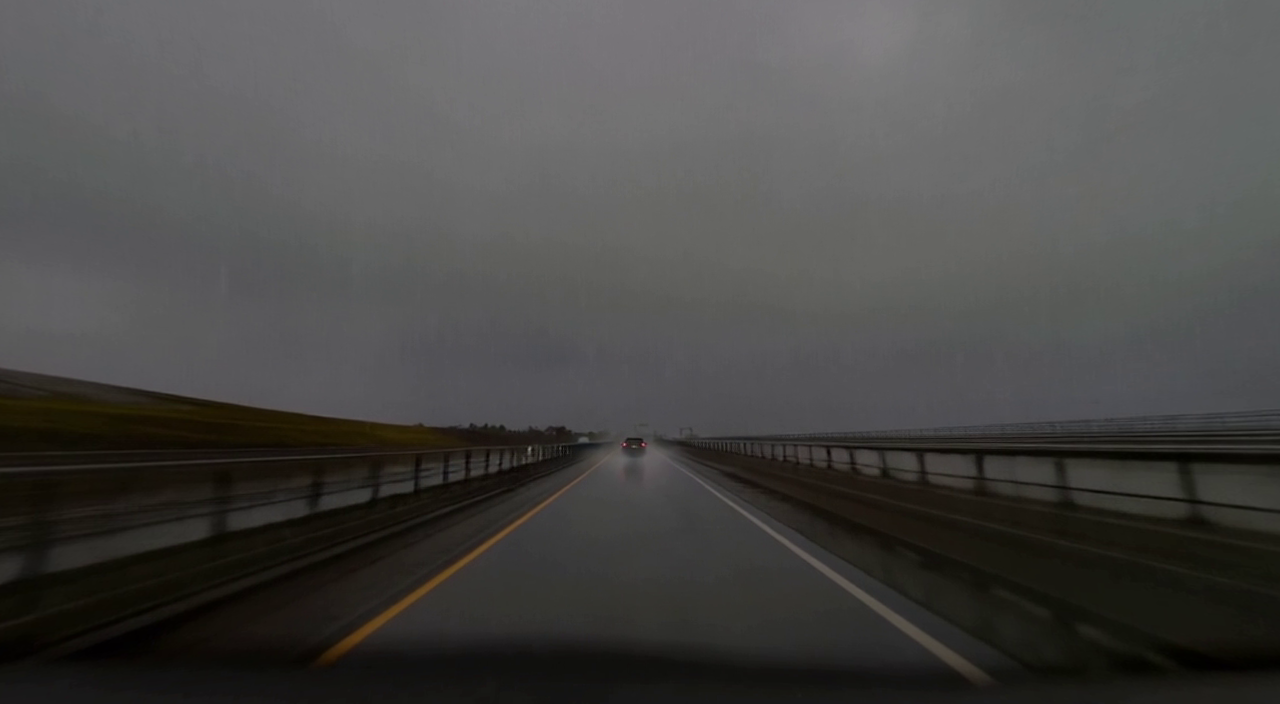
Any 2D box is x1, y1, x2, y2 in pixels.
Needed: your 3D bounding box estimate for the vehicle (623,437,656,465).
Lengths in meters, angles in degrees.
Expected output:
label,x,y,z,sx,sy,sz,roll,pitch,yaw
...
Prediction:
label,x,y,z,sx,sy,sz,roll,pitch,yaw
vehicle,-0.060,6.554,41.779,2.059,1.696,4.165,0,-8,0
